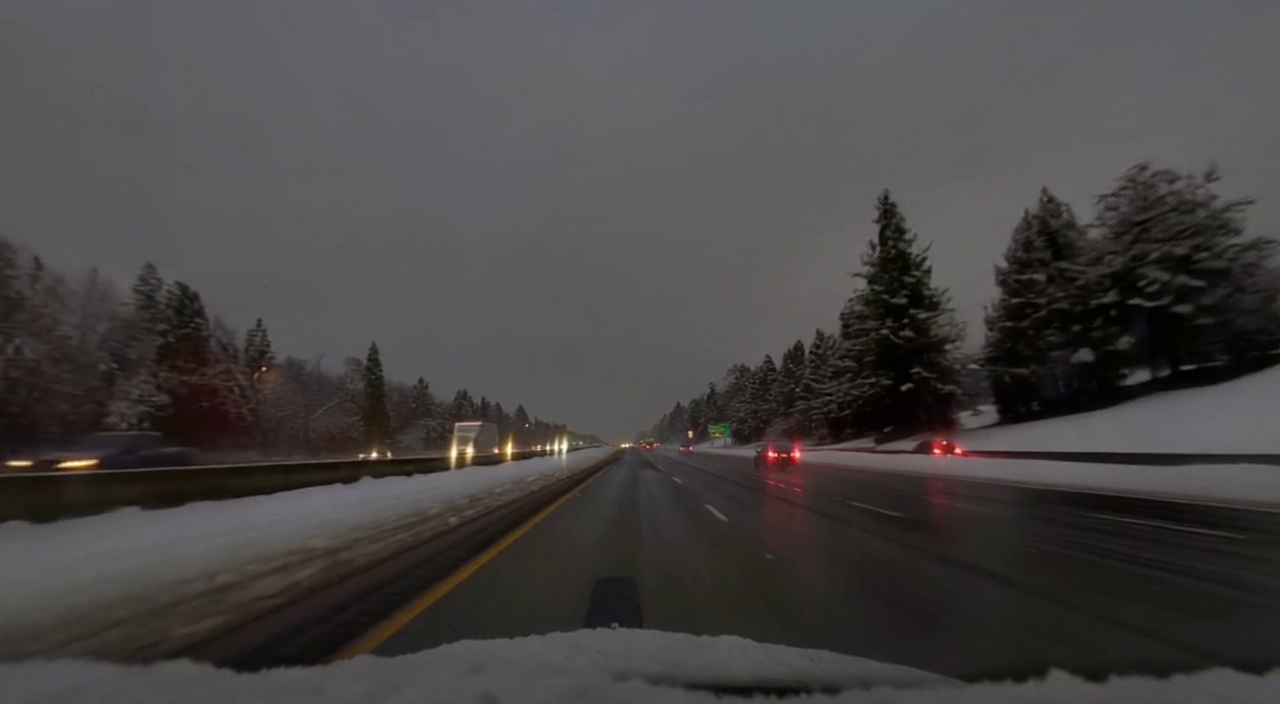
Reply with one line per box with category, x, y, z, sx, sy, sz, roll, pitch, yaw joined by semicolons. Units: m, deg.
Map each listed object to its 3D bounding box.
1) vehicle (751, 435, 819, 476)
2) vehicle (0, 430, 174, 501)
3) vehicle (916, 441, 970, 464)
vehicle;6.552;4.732;29.112;2.030;1.706;4.279;0;-9;-1
vehicle;-14.821;2.824;16.142;2.000;1.529;5.012;0;-9;0
vehicle;21.930;7.272;45.892;1.826;1.530;4.462;0;-9;1
